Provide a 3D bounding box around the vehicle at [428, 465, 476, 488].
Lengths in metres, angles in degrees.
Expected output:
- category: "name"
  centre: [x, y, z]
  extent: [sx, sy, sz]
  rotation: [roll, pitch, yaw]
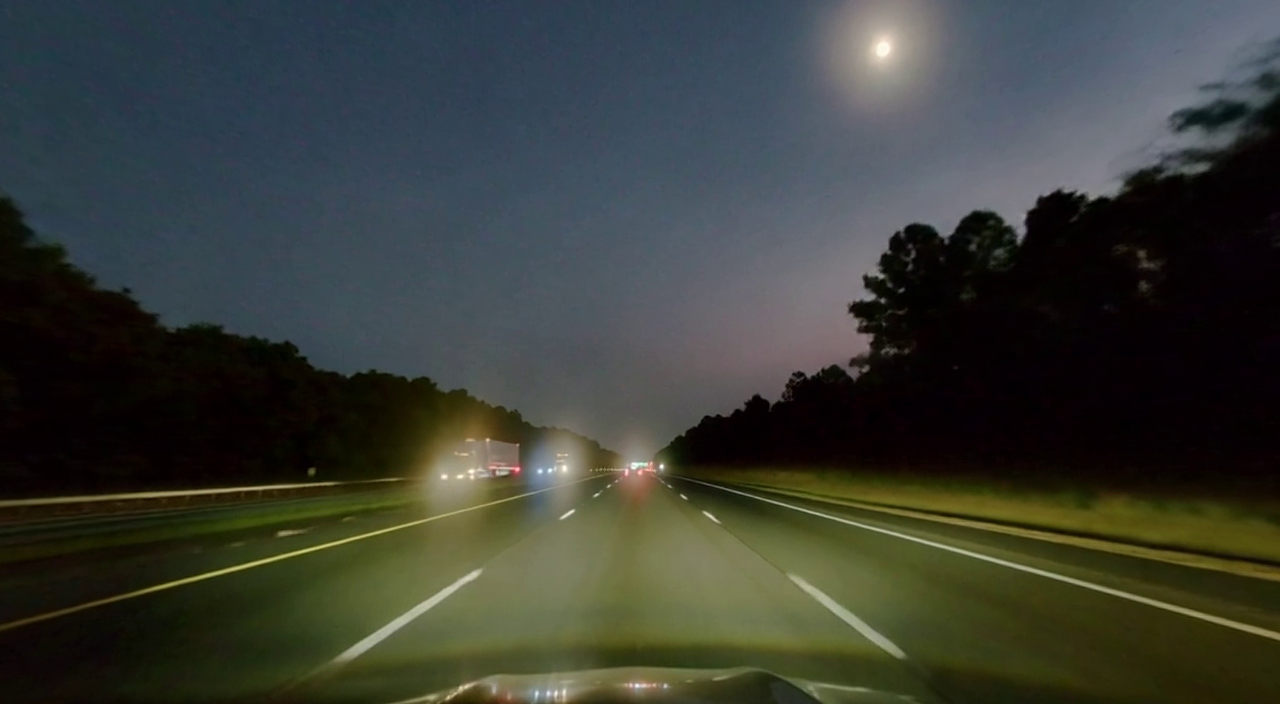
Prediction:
- category: "vehicle"
  centre: [-12.186, 8.100, 41.043]
  extent: [1.961, 1.374, 3.513]
  rotation: [0, -11, 1]
